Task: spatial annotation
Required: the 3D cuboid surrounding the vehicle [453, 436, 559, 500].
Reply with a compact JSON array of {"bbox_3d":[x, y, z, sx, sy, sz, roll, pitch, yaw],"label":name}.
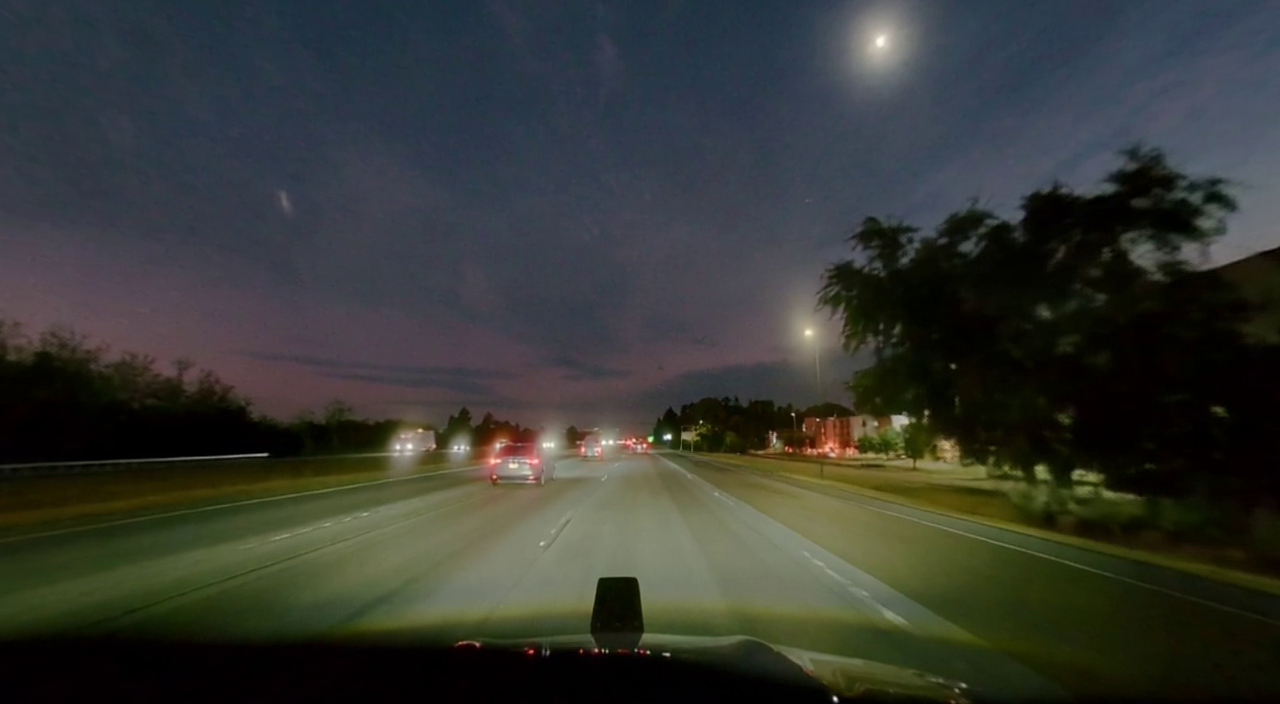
[{"bbox_3d":[-3.373,3.009,16.780,1.920,1.463,4.134,0,-9,0],"label":"vehicle"}]
